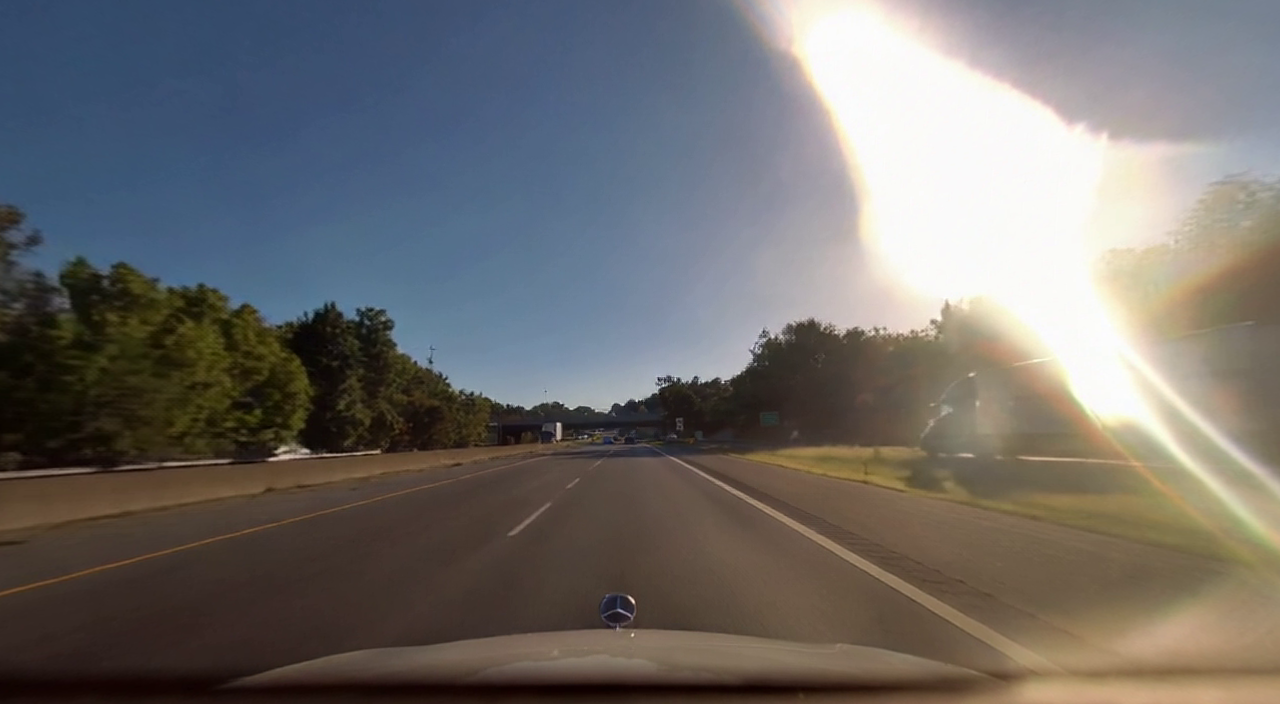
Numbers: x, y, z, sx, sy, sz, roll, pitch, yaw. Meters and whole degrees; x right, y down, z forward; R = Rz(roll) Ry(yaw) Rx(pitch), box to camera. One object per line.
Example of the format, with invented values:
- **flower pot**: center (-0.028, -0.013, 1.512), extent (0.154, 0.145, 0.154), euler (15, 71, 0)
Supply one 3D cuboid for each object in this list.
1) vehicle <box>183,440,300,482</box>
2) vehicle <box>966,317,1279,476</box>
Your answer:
- **vehicle**: center (-16.479, 4.486, 26.399), extent (1.892, 1.558, 4.629), euler (0, -8, -1)
- **vehicle**: center (18.124, 2.038, 23.318), extent (3.442, 4.212, 13.752), euler (1, -8, -6)
